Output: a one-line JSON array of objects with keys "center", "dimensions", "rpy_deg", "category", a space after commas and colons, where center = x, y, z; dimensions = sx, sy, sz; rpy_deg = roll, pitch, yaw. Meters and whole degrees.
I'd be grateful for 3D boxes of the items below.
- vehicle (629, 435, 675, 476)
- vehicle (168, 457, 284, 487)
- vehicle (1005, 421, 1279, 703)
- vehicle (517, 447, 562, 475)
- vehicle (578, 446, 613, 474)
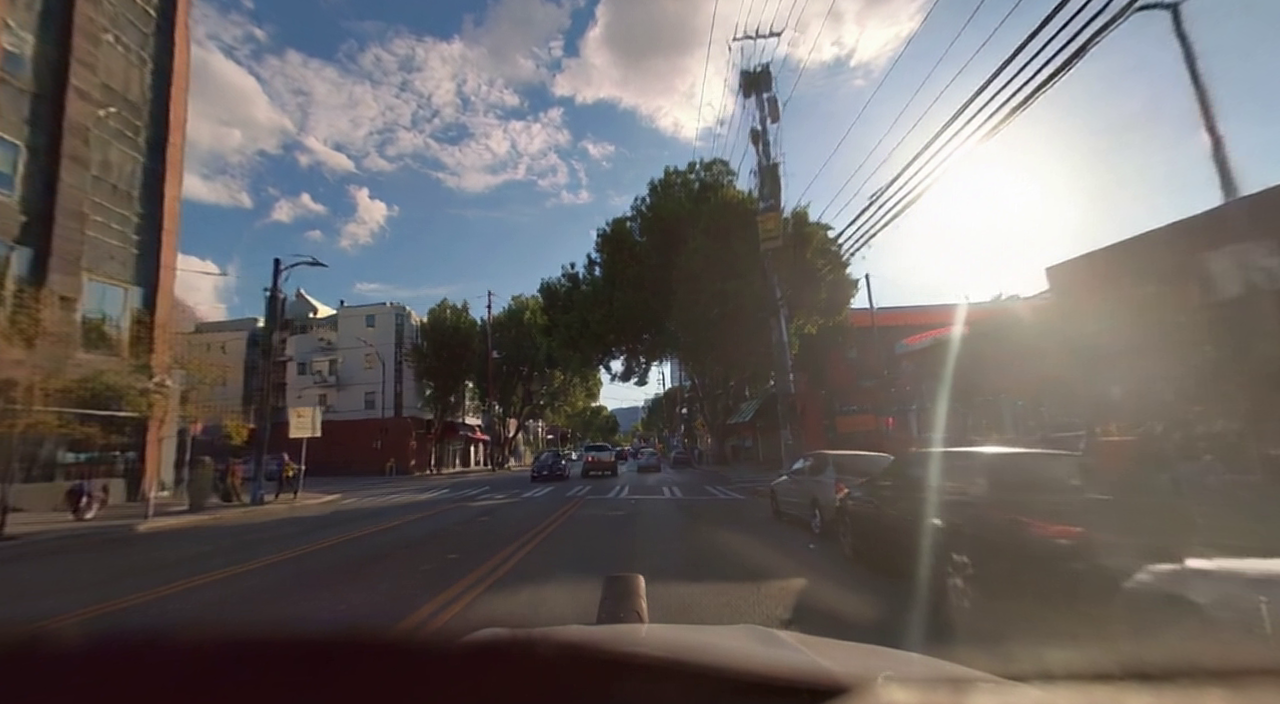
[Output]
[{"center": [0.628, 5.192, 31.774], "dimensions": [2.127, 1.893, 4.194], "rpy_deg": [0, -9, 2], "category": "vehicle"}, {"center": [-20.904, 6.068, 32.040], "dimensions": [4.477, 1.439, 1.966], "rpy_deg": [0, -9, 1], "category": "vehicle"}, {"center": [3.319, 0.907, 1.692], "dimensions": [2.018, 1.474, 4.524], "rpy_deg": [0, -9, 1], "category": "vehicle"}, {"center": [-6.115, 6.686, 39.018], "dimensions": [2.089, 1.578, 4.571], "rpy_deg": [0, -9, -1], "category": "vehicle"}, {"center": [-2.839, 6.951, 41.005], "dimensions": [2.026, 1.616, 4.109], "rpy_deg": [1, -8, -1], "category": "vehicle"}]
